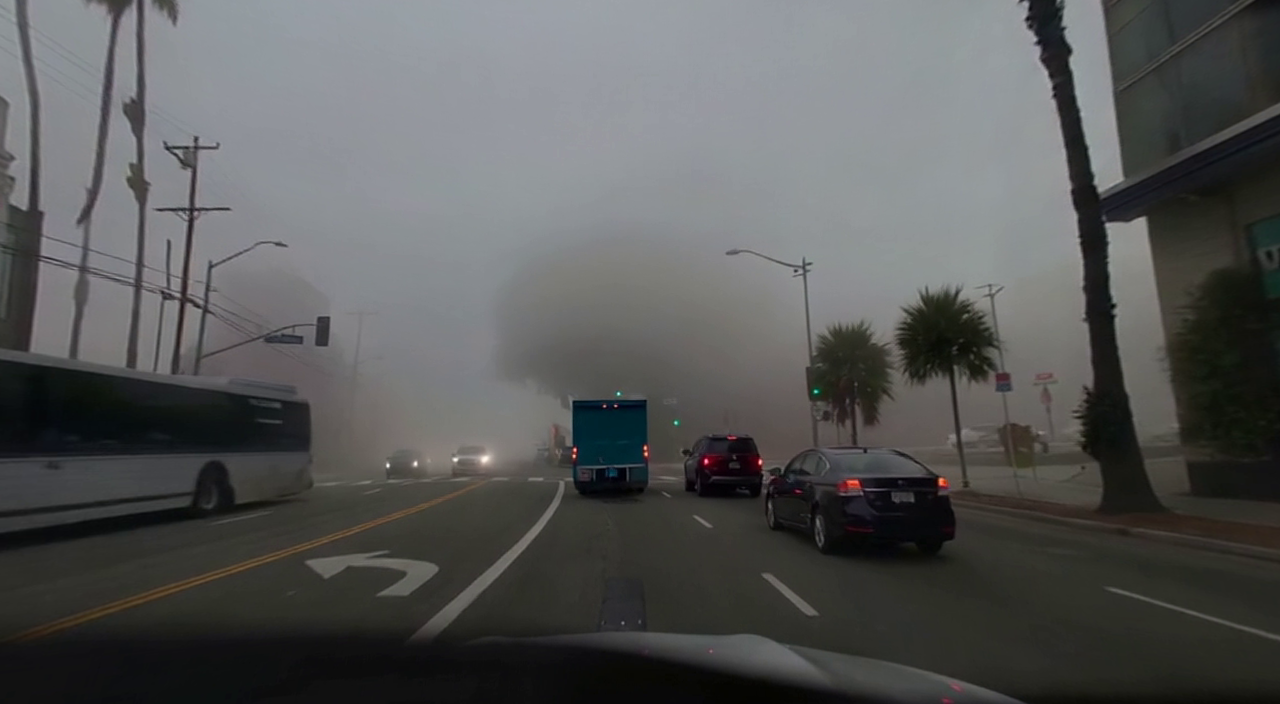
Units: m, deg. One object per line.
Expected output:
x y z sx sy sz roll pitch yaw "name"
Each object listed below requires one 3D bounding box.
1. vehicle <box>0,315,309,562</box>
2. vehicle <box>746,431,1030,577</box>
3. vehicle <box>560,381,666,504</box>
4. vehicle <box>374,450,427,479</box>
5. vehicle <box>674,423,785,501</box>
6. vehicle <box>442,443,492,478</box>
-10.633 1.693 11.978 2.996 3.432 11.265 0 -8 -3 "vehicle"
3.030 1.948 9.012 1.978 1.507 4.636 0 -8 -3 "vehicle"
-0.982 2.627 18.247 2.517 2.926 6.177 1 -9 -6 "vehicle"
-13.875 6.512 36.619 1.975 1.503 4.533 1 -9 -9 "vehicle"
2.408 3.180 18.639 2.157 1.944 5.423 0 -8 -4 "vehicle"
-9.192 5.782 33.690 2.058 1.730 4.466 1 -9 -9 "vehicle"
